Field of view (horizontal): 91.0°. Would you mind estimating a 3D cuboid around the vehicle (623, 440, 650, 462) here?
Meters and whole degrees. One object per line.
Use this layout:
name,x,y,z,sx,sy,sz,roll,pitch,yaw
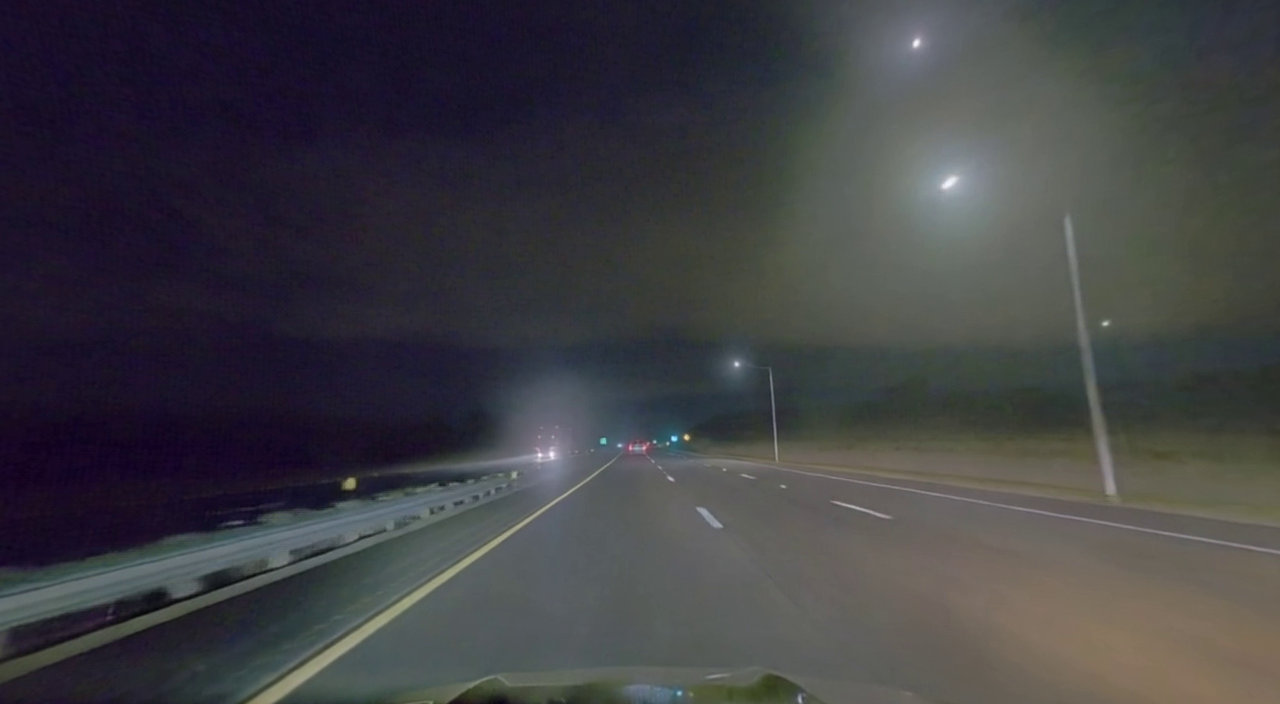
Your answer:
vehicle,-0.245,7.525,48.020,2.009,1.554,4.013,0,-8,0
